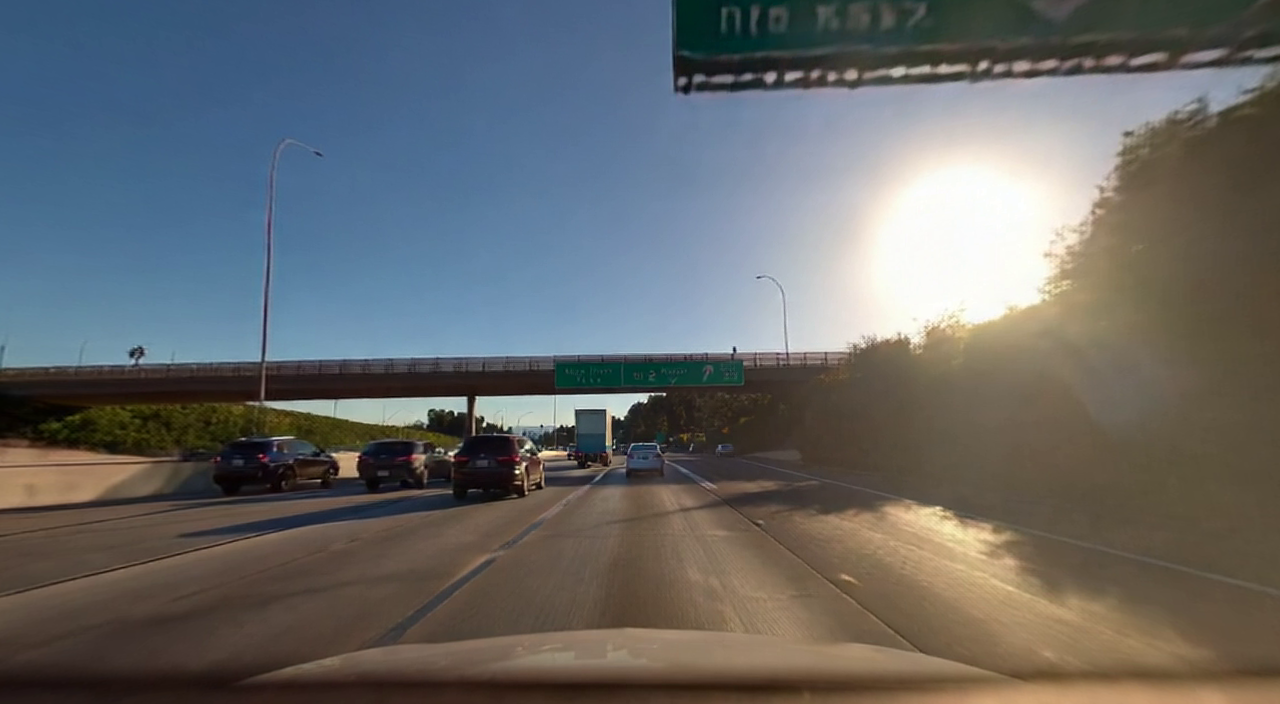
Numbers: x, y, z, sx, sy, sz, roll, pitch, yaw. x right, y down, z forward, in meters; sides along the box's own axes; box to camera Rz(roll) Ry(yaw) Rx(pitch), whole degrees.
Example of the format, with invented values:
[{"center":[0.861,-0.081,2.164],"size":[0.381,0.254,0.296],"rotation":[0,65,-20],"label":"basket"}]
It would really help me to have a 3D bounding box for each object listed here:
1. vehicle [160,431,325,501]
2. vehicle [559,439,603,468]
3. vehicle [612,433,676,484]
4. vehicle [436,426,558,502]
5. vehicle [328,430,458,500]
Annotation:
[{"center":[-11.146,3.206,18.148],"size":[1.871,1.747,4.342],"rotation":[0,-8,0],"label":"vehicle"},{"center":[-3.567,6.263,39.124],"size":[2.243,1.683,4.178],"rotation":[0,-8,1],"label":"vehicle"},{"center":[0.166,3.891,23.322],"size":[2.180,1.716,3.920],"rotation":[0,-8,1],"label":"vehicle"},{"center":[-3.695,2.986,17.224],"size":[2.125,1.792,4.466],"rotation":[0,-8,2],"label":"vehicle"},{"center":[-6.934,3.198,18.283],"size":[1.998,1.770,4.222],"rotation":[0,-8,1],"label":"vehicle"}]
